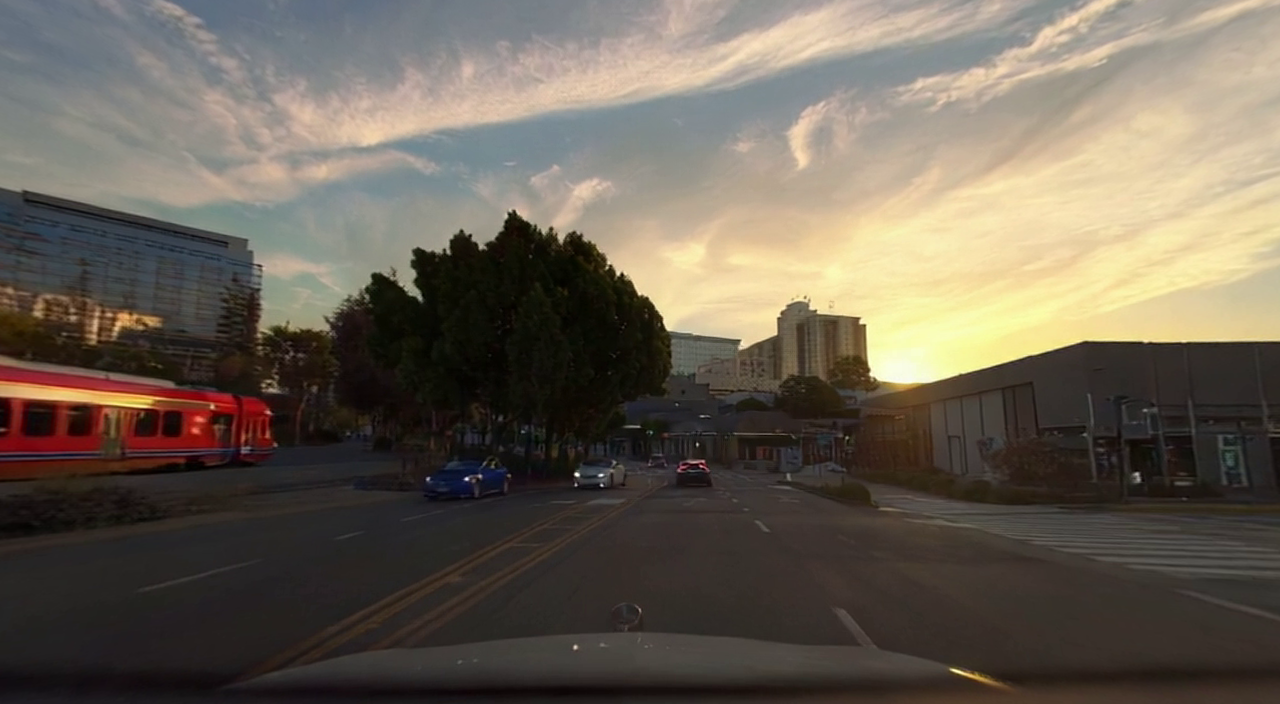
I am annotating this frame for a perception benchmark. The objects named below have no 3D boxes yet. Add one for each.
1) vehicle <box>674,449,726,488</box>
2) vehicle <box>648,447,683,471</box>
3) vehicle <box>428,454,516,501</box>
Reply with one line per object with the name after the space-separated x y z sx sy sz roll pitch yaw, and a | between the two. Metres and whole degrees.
2.937 5.830 31.952 2.263 1.765 4.237 0 -8 1 | vehicle
1.924 8.350 49.451 2.010 1.725 4.320 1 -8 -8 | vehicle
-6.270 4.739 24.201 2.042 1.531 4.403 -1 -8 2 | vehicle
